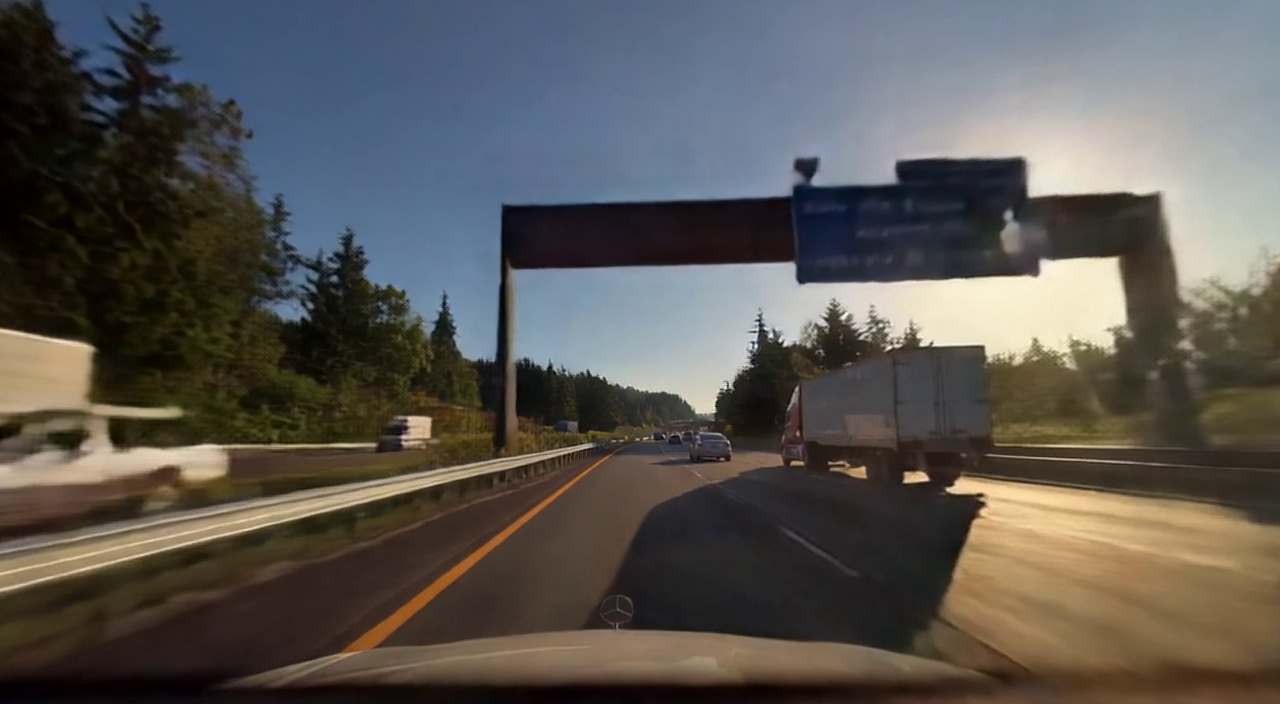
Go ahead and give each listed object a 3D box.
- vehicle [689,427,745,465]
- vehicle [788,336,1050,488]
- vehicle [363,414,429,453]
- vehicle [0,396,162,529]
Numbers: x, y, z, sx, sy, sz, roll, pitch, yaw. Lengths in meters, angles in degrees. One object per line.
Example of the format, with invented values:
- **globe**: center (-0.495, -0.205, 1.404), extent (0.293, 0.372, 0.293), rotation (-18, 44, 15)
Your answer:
- **vehicle**: center (3.585, 4.474, 30.206), extent (2.011, 1.672, 4.415), rotation (0, -7, -2)
- **vehicle**: center (9.184, 2.487, 24.052), extent (3.440, 4.093, 13.944), rotation (0, -7, -1)
- **vehicle**: center (-17.017, 5.767, 44.374), extent (2.368, 2.548, 5.444), rotation (0, -7, 1)
- **vehicle**: center (-8.968, 1.435, 8.264), extent (1.978, 1.644, 4.368), rotation (0, -7, -1)
